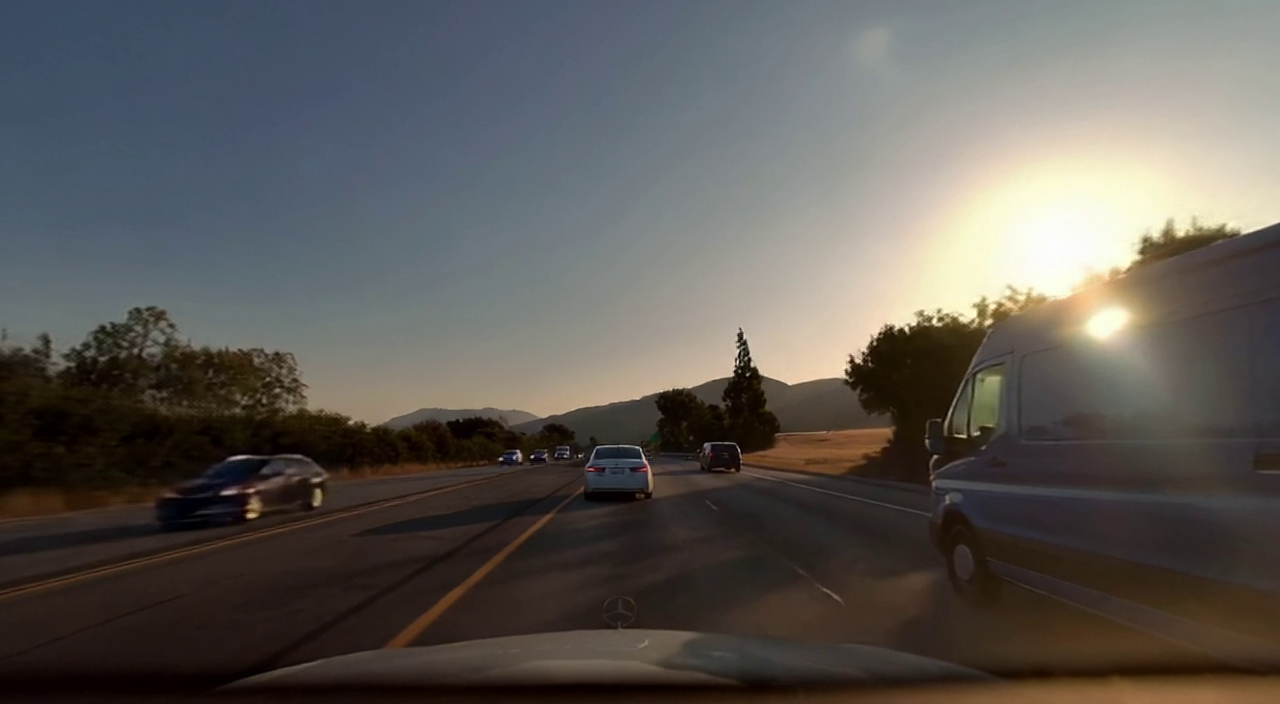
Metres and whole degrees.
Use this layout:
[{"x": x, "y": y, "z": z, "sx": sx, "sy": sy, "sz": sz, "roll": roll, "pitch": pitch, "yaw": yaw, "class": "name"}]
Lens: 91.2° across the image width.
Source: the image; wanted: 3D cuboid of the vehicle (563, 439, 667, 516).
[{"x": -0.505, "y": 2.751, "z": 14.172, "sx": 2.029, "sy": 1.483, "sz": 3.769, "roll": 0, "pitch": -9, "yaw": 0, "class": "vehicle"}]

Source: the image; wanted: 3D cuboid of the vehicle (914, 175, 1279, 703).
[{"x": 3.861, "y": 0.533, "z": 2.930, "sx": 2.399, "sy": 2.421, "sz": 5.829, "roll": 0, "pitch": -9, "yaw": -1, "class": "vehicle"}]

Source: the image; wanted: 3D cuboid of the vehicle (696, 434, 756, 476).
[{"x": 4.240, "y": 5.190, "z": 31.730, "sx": 2.261, "sy": 1.952, "sz": 4.784, "roll": 0, "pitch": -9, "yaw": -1, "class": "vehicle"}]

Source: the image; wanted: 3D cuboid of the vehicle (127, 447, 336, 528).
[{"x": -8.729, "y": 2.880, "z": 13.934, "sx": 1.894, "sy": 1.505, "sz": 4.103, "roll": 0, "pitch": -9, "yaw": 0, "class": "vehicle"}]
